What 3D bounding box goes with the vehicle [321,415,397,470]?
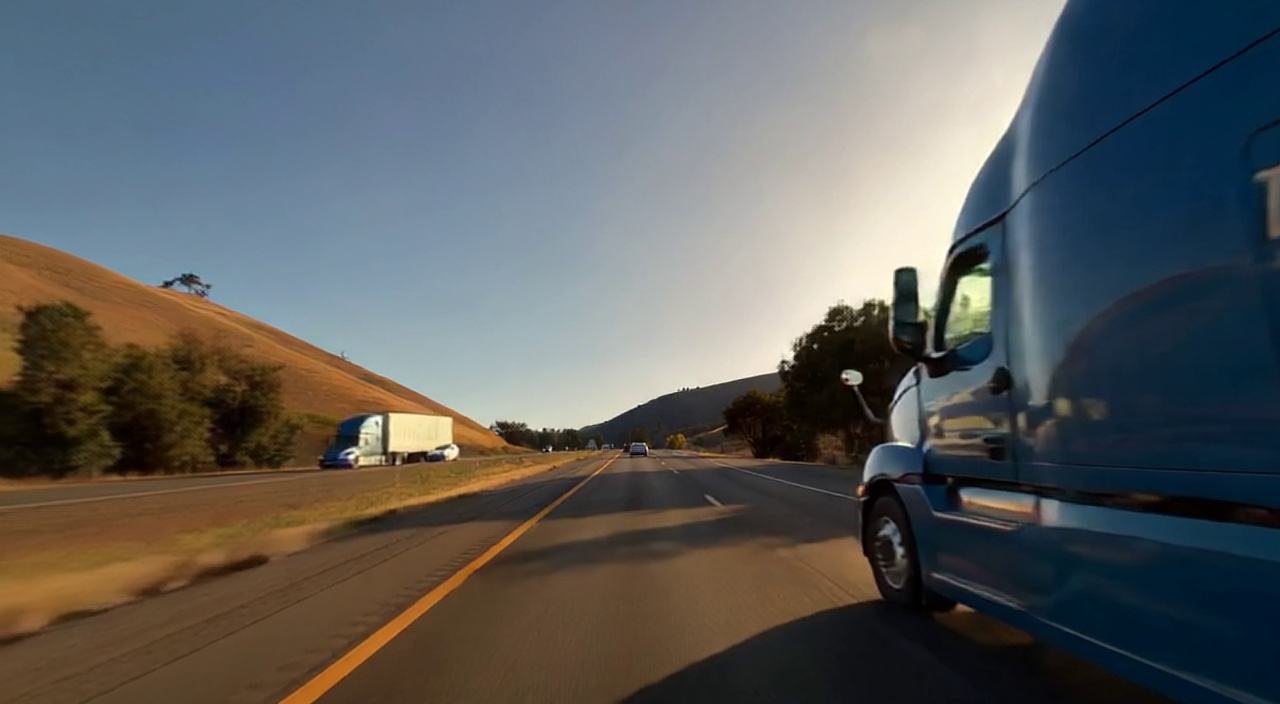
[{"bbox_3d":[-21.765,7.080,49.376,3.037,3.975,6.193,0,-8,-1],"label":"vehicle"}]
